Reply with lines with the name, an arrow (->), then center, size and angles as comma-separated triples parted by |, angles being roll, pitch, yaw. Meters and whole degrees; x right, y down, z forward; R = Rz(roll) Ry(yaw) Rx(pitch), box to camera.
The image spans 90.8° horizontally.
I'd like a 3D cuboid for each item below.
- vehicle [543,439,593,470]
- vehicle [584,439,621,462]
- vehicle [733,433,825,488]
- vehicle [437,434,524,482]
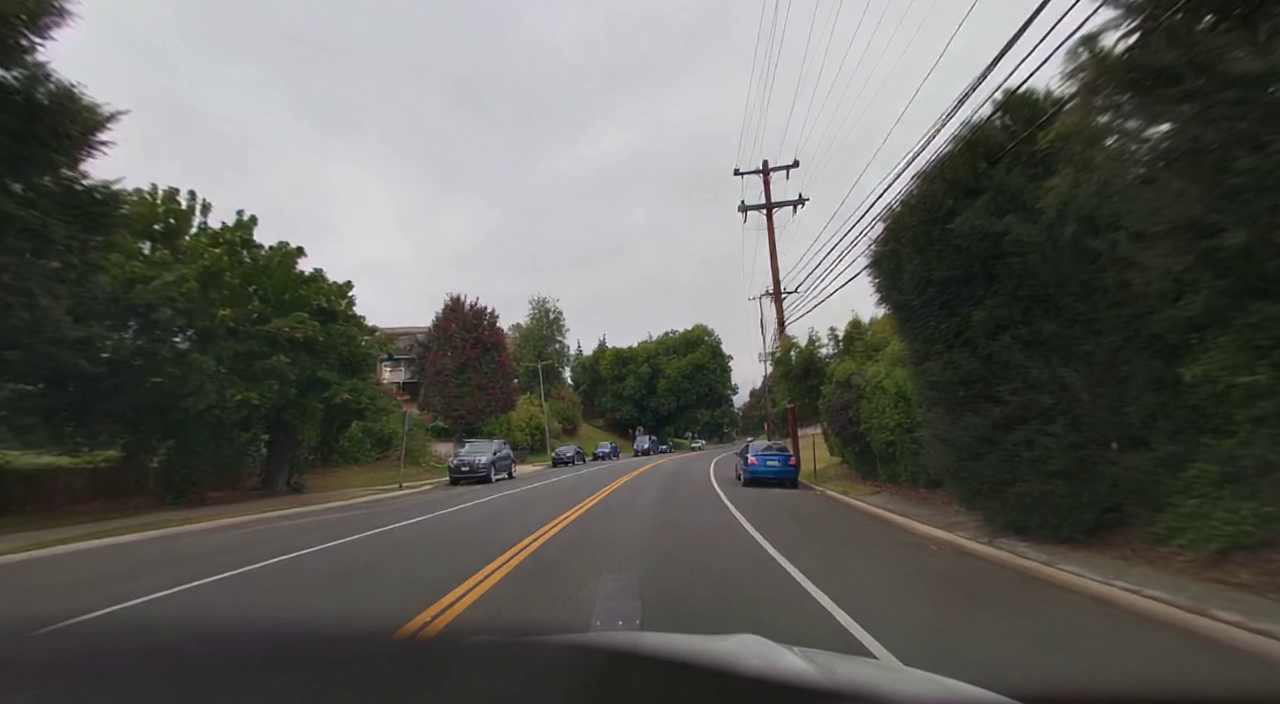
vehicle -> -4.421, 6.412, 39.356 | 1.840, 1.523, 4.333 | 4, -11, 10
vehicle -> -2.862, 7.618, 48.599 | 1.927, 1.542, 3.886 | -4, -12, 10
vehicle -> 4.065, 3.261, 19.274 | 2.054, 1.470, 4.504 | -1, -9, 3
vehicle -> -6.243, 4.310, 25.371 | 2.025, 1.715, 4.363 | -1, -11, 5
